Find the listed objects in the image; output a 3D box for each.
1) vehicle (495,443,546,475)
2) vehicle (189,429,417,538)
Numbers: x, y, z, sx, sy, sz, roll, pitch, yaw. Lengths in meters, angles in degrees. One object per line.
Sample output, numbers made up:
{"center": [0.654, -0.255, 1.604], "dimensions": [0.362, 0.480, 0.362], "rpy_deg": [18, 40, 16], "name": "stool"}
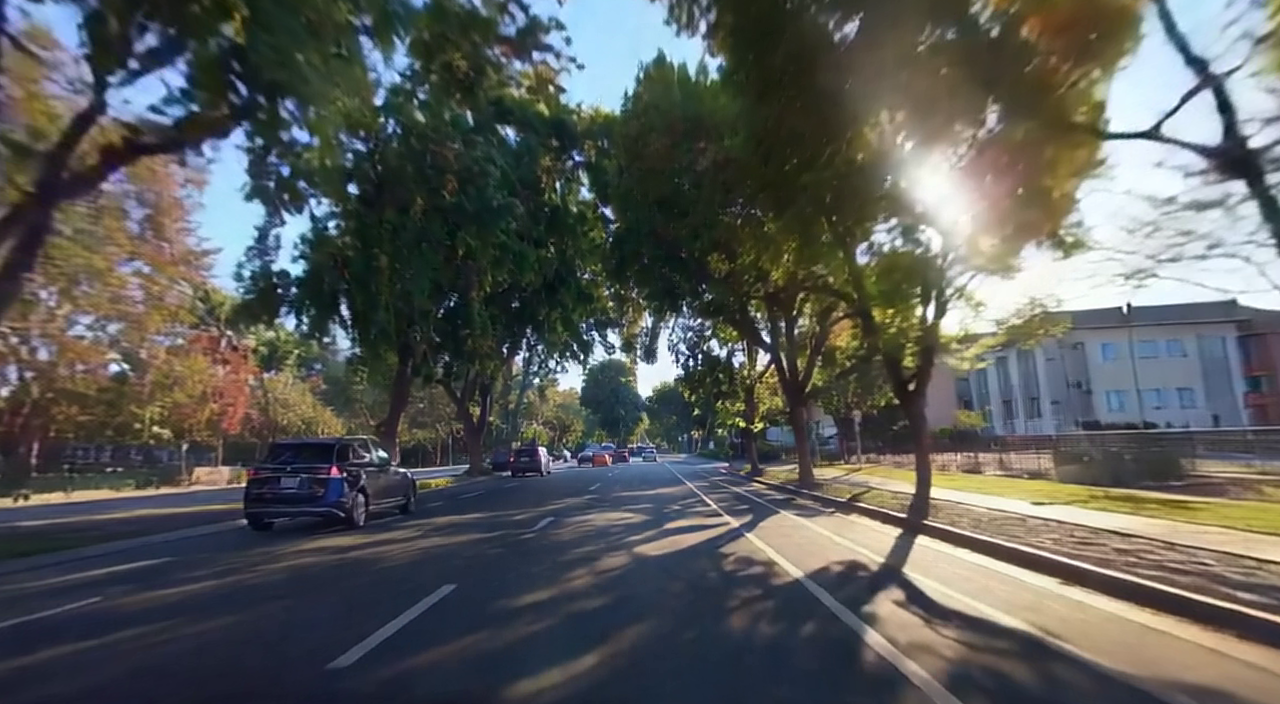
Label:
{"center": [-6.689, 6.035, 35.753], "dimensions": [1.985, 1.708, 4.310], "rpy_deg": [0, -9, 0], "name": "vehicle"}
{"center": [-6.310, 2.491, 12.571], "dimensions": [2.123, 1.761, 4.322], "rpy_deg": [0, -9, 0], "name": "vehicle"}
